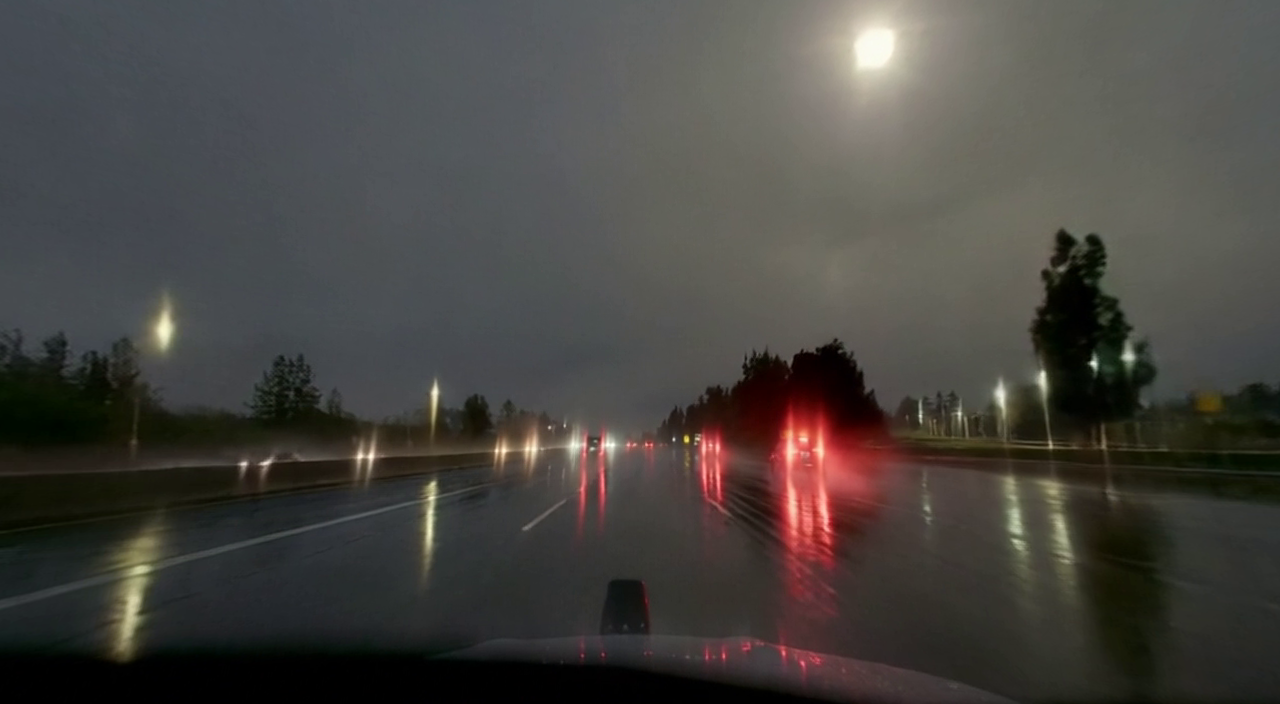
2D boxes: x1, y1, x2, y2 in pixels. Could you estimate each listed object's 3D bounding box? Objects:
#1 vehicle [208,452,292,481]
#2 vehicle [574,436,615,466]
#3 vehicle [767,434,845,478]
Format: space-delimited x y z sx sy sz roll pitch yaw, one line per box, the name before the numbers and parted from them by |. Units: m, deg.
vehicle | -22.085 6.491 35.946 1.878 1.486 4.512 0 -8 0
vehicle | -3.138 6.947 44.428 2.453 1.952 5.320 0 -8 1
vehicle | 6.898 4.358 26.678 2.063 1.706 4.259 0 -8 -1
